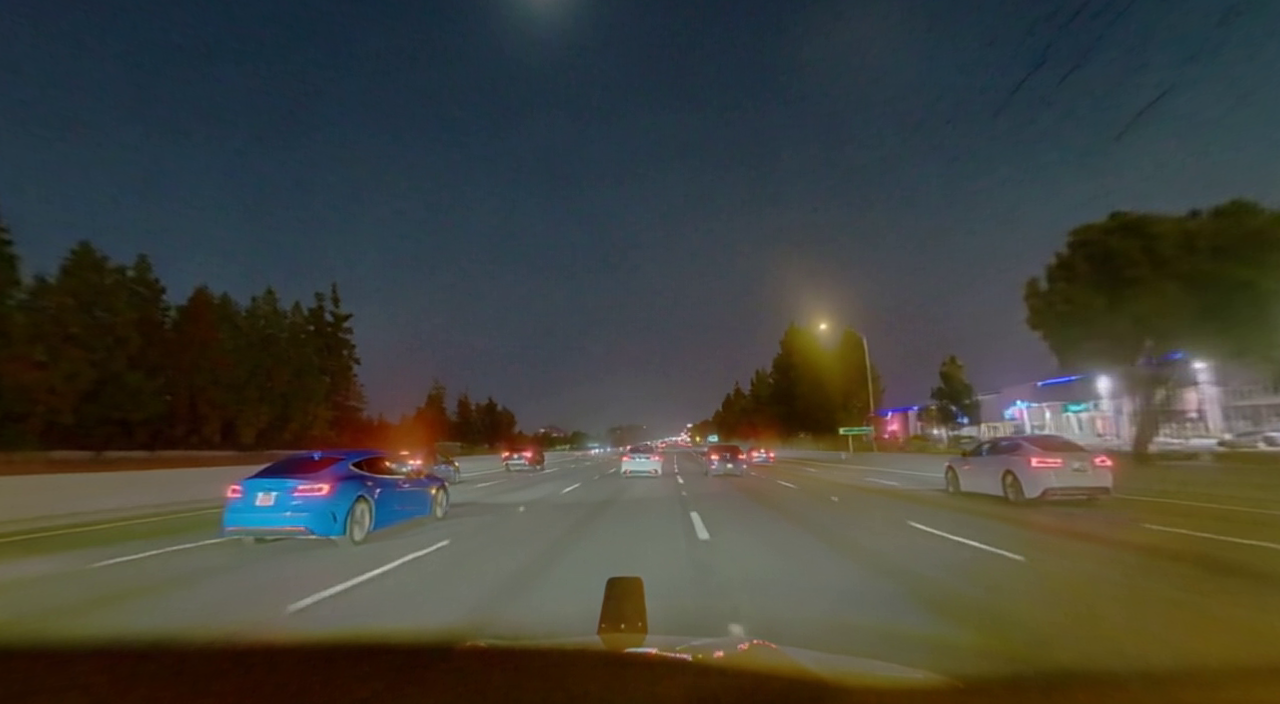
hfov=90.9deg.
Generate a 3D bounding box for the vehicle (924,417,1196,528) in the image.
[{"bbox_3d":[7.742,2.261,12.469,1.960,1.726,5.016,0,-8,1],"label":"vehicle"}]

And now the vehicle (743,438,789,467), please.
[{"bbox_3d":[8.046,6.440,40.620,2.071,1.754,4.484,-1,-8,1],"label":"vehicle"}]

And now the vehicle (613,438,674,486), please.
[{"bbox_3d":[0.222,4.111,23.958,2.102,1.624,4.257,-1,-8,3],"label":"vehicle"}]

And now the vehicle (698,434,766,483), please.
[{"bbox_3d":[3.491,4.119,24.674,2.114,1.715,4.136,-1,-8,1],"label":"vehicle"}]

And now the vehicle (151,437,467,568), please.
[{"bbox_3d":[-4.475,2.076,9.638,2.116,1.473,4.644,-1,-8,3],"label":"vehicle"}]

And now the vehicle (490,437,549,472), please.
[{"bbox_3d":[-6.970,6.002,37.179,2.187,1.851,5.085,-1,-8,3],"label":"vehicle"}]

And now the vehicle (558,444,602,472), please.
[{"bbox_3d":[-3.370,6.013,36.115,1.886,1.455,4.148,-1,-8,3],"label":"vehicle"}]
